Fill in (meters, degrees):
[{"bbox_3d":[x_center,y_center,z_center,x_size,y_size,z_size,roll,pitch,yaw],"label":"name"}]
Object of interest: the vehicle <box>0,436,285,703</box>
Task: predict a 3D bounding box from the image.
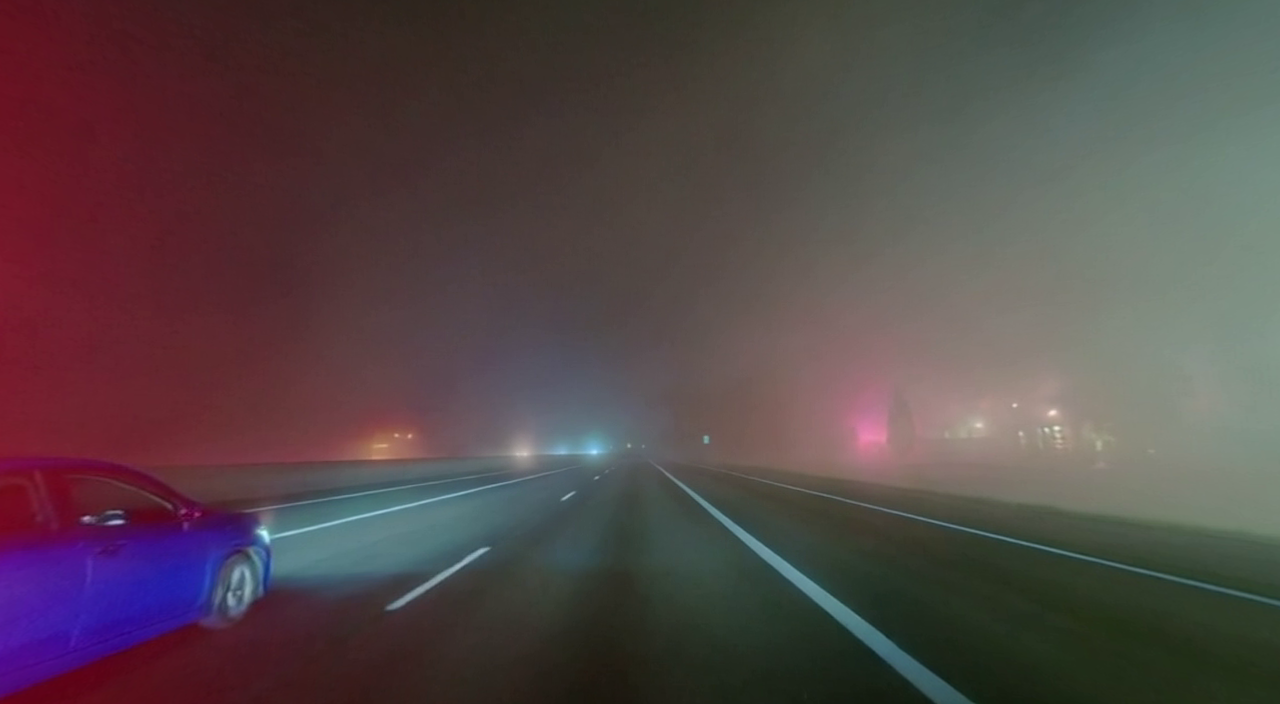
[{"bbox_3d":[-3.941,1.192,3.273,1.935,1.479,3.787,0,-9,1],"label":"vehicle"}]
